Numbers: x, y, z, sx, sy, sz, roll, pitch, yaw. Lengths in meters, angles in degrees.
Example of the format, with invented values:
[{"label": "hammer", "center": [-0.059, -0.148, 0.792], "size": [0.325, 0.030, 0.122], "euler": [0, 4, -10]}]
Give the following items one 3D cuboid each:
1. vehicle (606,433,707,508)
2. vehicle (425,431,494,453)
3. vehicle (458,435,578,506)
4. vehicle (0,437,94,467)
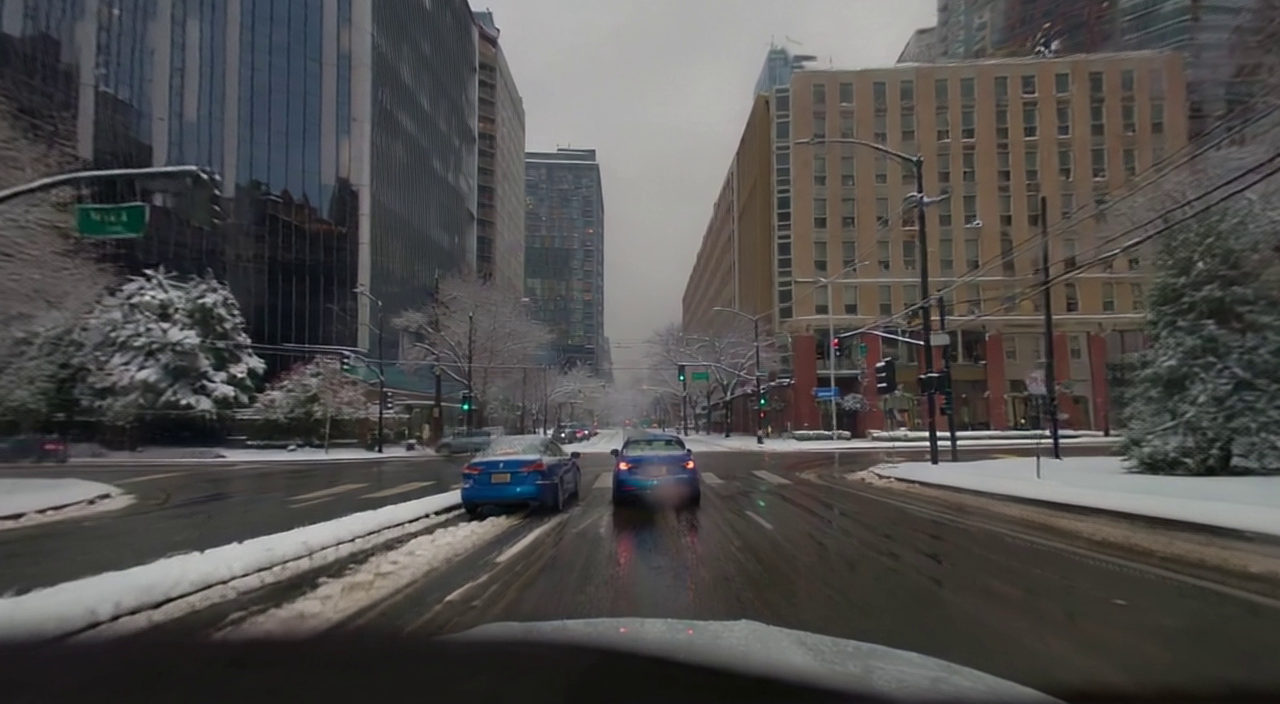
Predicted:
[{"label": "vehicle", "center": [0.315, 2.664, 14.606], "size": [2.016, 1.478, 3.795], "euler": [0, -8, 0]}, {"label": "vehicle", "center": [-12.692, 6.394, 44.706], "size": [4.533, 1.520, 1.887], "euler": [2, -9, -11]}, {"label": "vehicle", "center": [-2.816, 2.859, 15.716], "size": [1.995, 1.479, 4.627], "euler": [0, -8, 1]}, {"label": "vehicle", "center": [-34.749, 5.738, 36.249], "size": [4.694, 1.677, 1.847], "euler": [2, -9, -14]}]
